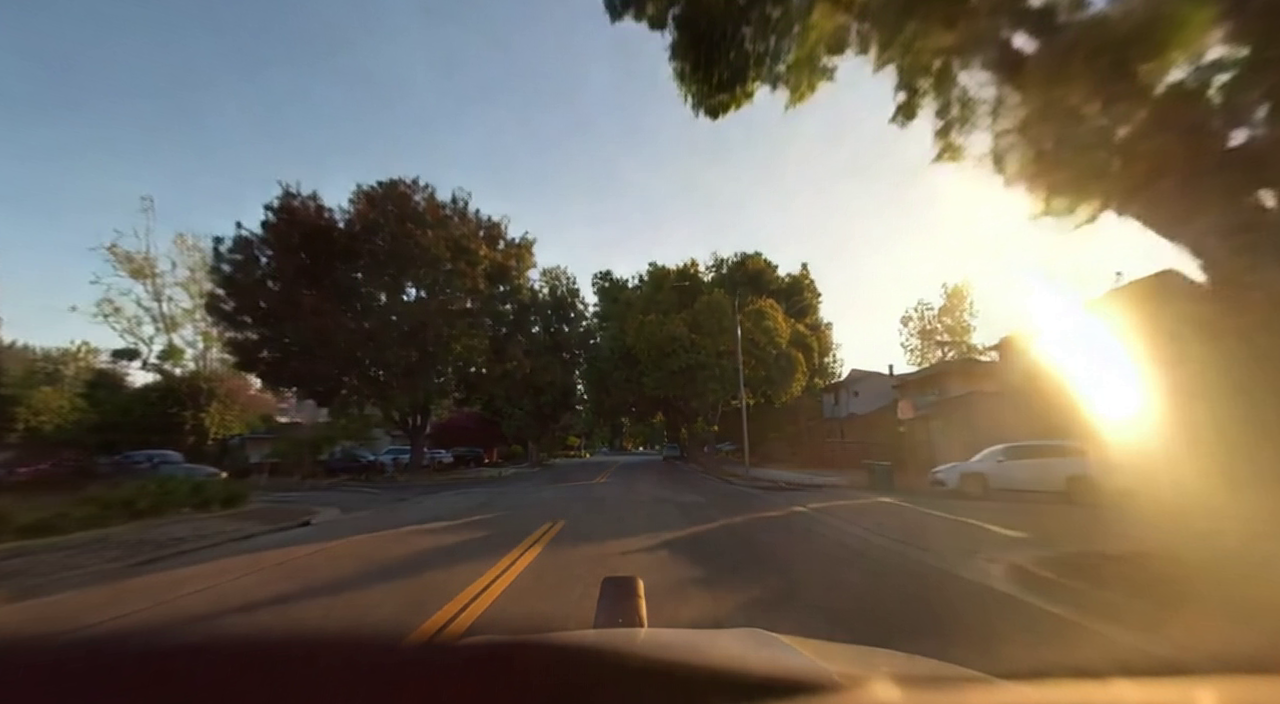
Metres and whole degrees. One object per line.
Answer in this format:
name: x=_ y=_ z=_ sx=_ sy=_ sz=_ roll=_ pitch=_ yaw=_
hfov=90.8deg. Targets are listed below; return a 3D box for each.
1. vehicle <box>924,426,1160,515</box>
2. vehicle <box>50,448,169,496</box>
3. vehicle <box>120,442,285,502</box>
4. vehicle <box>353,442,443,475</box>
vehicle: x=10.589 y=3.217 z=17.094 sx=4.854 sy=1.771 sz=2.123 roll=-12 pitch=-12 yaw=28
vehicle: x=-21.643 y=4.846 z=25.739 sx=4.507 sy=1.774 sz=1.923 roll=-5 pitch=-9 yaw=26
vehicle: x=-15.747 y=4.206 z=22.648 sx=6.072 sy=1.882 sz=2.277 roll=-5 pitch=-9 yaw=29
vehicle: x=-14.728 y=6.483 z=38.736 sx=2.066 sy=1.852 sz=4.782 roll=-6 pitch=-10 yaw=34
